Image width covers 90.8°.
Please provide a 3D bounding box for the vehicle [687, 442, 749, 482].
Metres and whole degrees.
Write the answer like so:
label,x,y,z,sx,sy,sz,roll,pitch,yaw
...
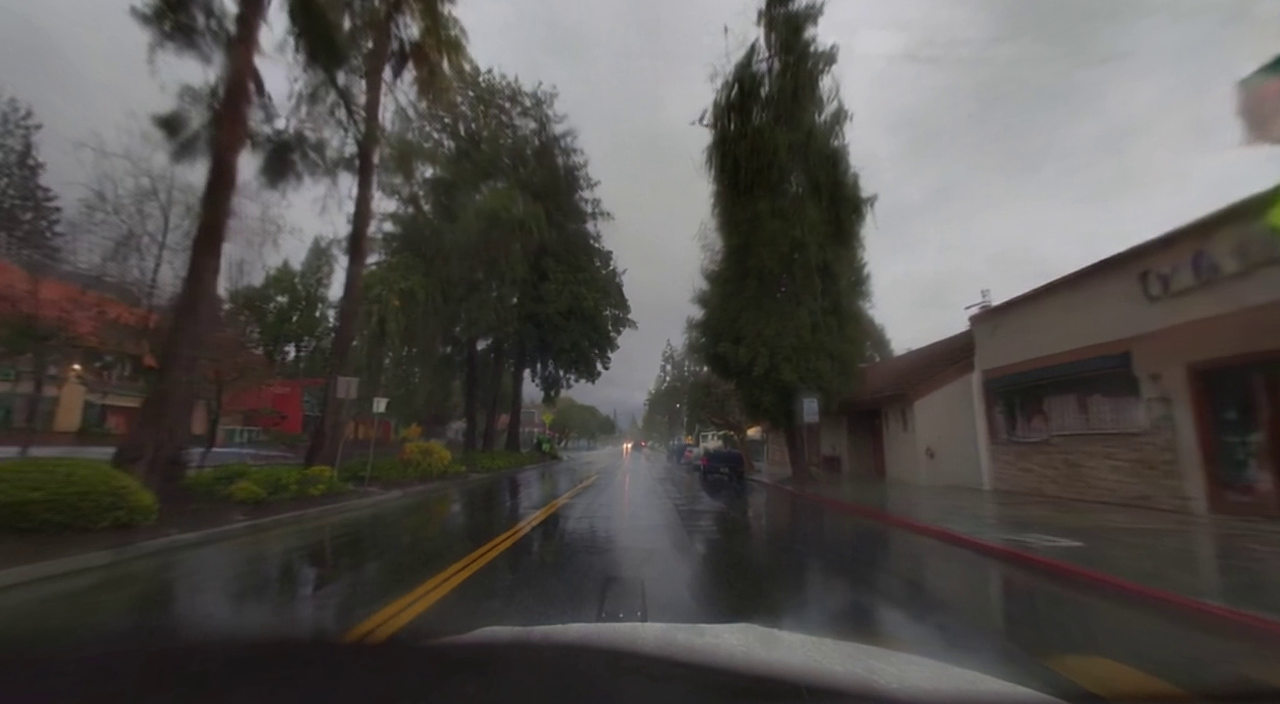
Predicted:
label,x,y,z,sx,sy,sz,roll,pitch,yaw
vehicle,3.167,4.587,26.572,2.152,1.527,4.010,0,-9,0
